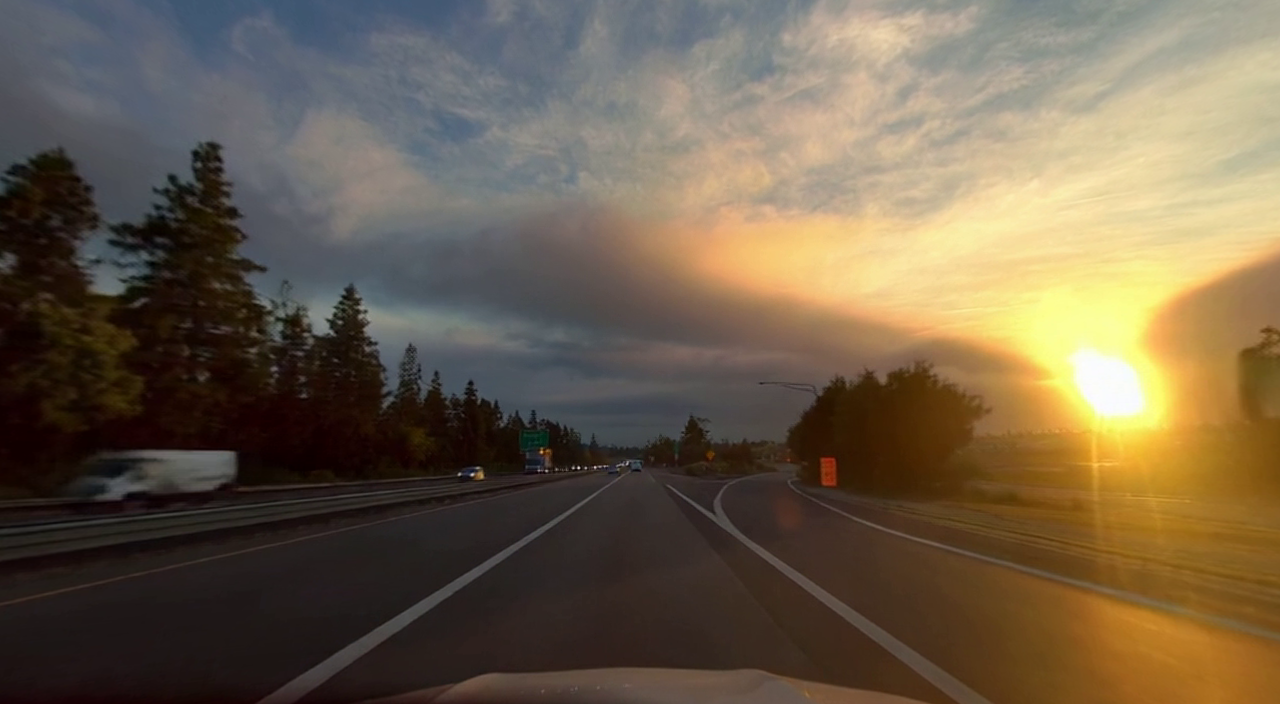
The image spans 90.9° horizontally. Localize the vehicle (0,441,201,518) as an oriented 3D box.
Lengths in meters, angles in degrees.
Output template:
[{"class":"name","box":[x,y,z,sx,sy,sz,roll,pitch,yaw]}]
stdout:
[{"class":"vehicle","box":[-17.065,4.038,20.196,2.280,2.102,4.976,1,-10,0]}]
